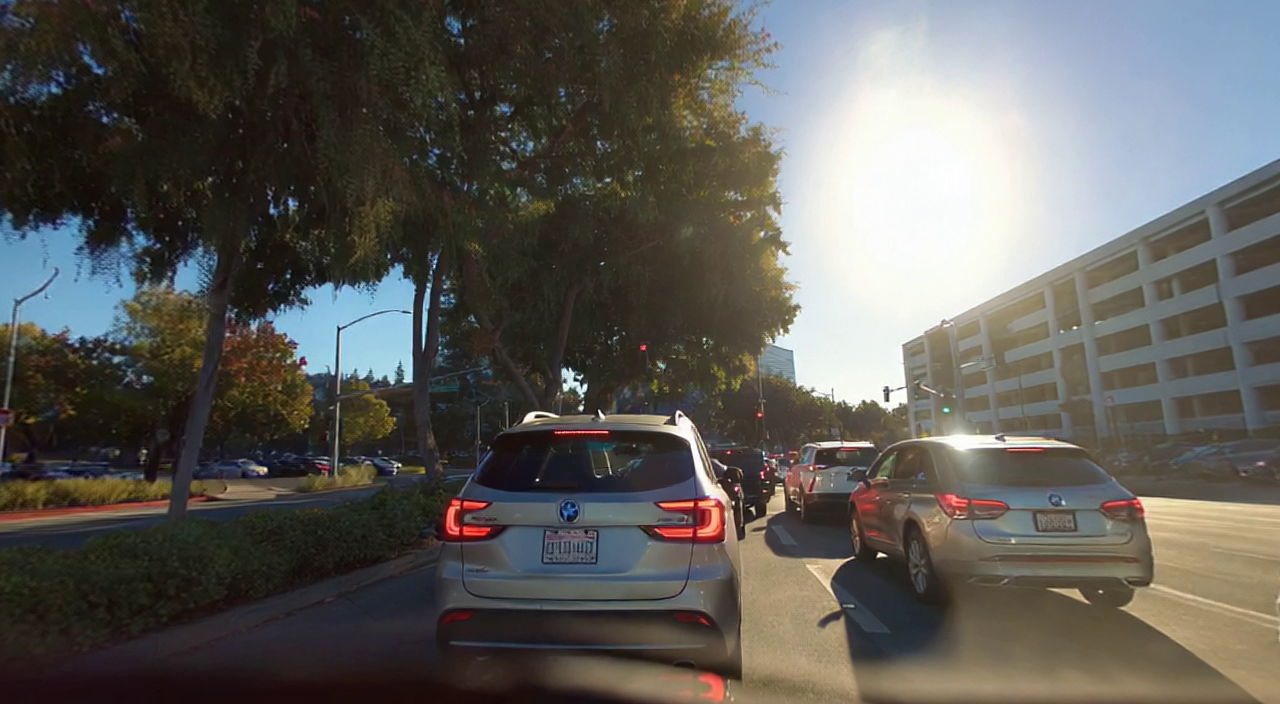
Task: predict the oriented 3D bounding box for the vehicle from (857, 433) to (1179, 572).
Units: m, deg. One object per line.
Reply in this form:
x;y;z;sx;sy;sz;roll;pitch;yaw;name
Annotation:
4.894;1.973;9.171;1.963;1.480;4.553;0;-8;2;vehicle

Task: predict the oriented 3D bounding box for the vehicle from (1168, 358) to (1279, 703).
4.057;0.609;1.115;1.993;1.719;4.953;0;-8;1;vehicle

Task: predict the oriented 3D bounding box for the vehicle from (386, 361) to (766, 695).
-0.215;1.237;5.565;2.021;1.742;4.295;-1;-8;4;vehicle

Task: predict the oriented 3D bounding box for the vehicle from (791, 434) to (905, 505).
5.319;3.034;16.733;1.994;1.638;4.100;-1;-9;6;vehicle
